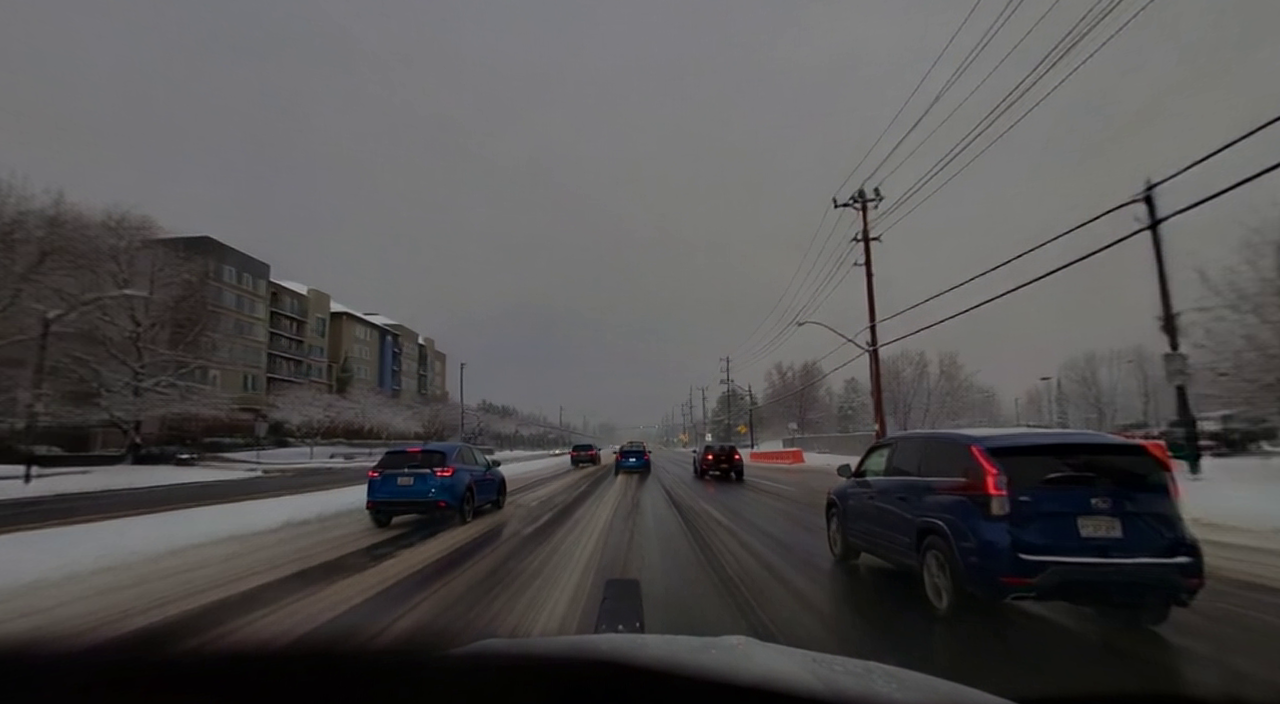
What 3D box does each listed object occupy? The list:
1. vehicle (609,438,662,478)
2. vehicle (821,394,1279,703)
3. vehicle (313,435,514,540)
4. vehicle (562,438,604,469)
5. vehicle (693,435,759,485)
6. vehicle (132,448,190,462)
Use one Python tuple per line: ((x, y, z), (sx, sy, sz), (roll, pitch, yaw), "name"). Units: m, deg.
((-0.179, 4.919, 29.678), (2.291, 1.714, 4.217), (0, -8, 0), "vehicle")
((3.107, 1.310, 5.284), (1.975, 1.598, 4.025), (0, -8, 0), "vehicle")
((-3.662, 2.247, 11.165), (1.968, 1.473, 4.209), (0, -8, 0), "vehicle")
((-3.608, 6.502, 40.737), (2.190, 1.832, 4.417), (0, -8, 1), "vehicle")
((3.371, 4.321, 25.590), (2.029, 1.797, 4.218), (0, -8, -1), "vehicle")
((-37.016, 7.951, 48.814), (3.745, 1.024, 2.044), (-5, -10, 27), "vehicle")
